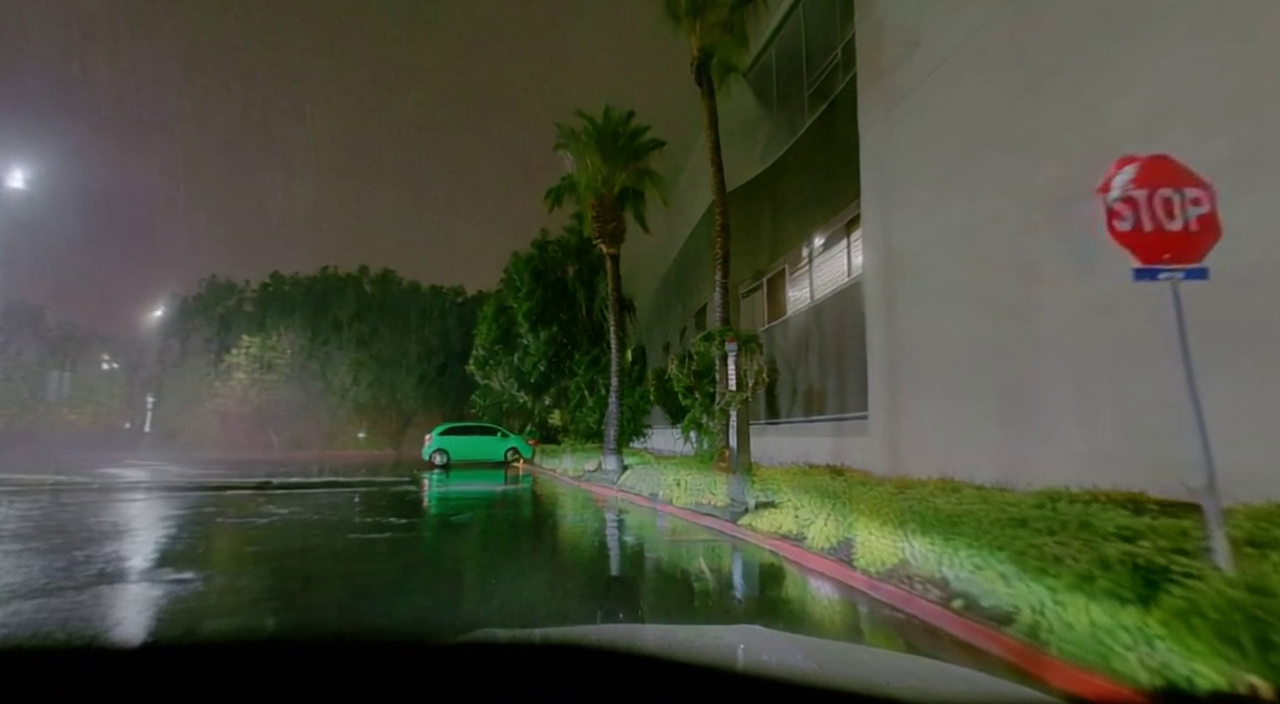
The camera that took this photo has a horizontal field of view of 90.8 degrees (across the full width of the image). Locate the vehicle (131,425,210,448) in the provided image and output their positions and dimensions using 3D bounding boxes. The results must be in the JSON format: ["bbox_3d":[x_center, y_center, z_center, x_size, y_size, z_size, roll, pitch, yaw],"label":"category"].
[{"bbox_3d":[-34.563,6.260,46.549,4.457,1.552,1.748,7,-11,-40],"label":"vehicle"}]

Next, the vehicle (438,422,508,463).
[{"bbox_3d":[-7.589,4.080,28.380,2.071,1.700,4.367,4,-10,-27],"label":"vehicle"}]
